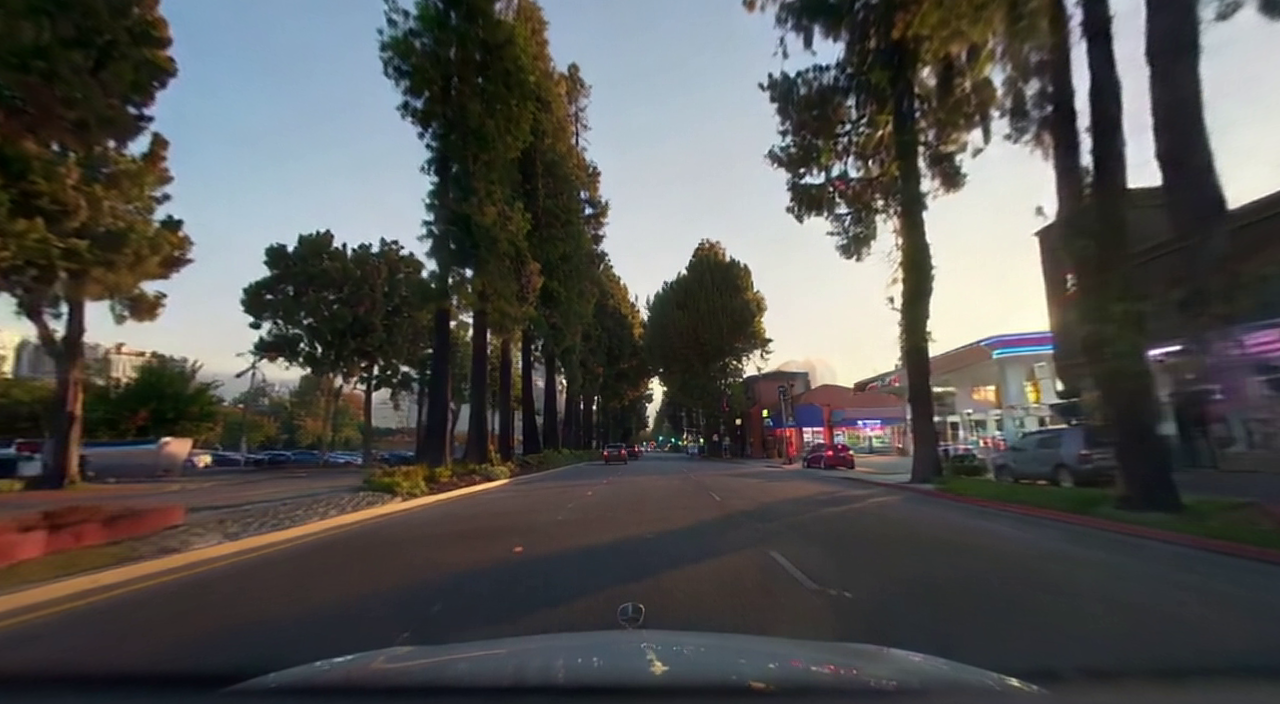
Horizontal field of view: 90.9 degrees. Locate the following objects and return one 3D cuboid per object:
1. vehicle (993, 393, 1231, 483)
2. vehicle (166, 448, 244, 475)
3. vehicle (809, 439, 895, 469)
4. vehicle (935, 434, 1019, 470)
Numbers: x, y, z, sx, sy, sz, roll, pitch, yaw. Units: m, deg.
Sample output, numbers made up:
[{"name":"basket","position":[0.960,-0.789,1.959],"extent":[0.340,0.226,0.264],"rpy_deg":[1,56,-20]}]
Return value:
[{"name":"vehicle","position":[15.128,2.801,20.518],"extent":[5.820,2.752,2.234],"rpy_deg":[0,-8,-1]},{"name":"vehicle","position":[-30.951,7.766,45.051],"extent":[2.059,1.782,5.016],"rpy_deg":[1,-8,-1]},{"name":"vehicle","position":[12.500,6.017,37.254],"extent":[4.359,1.656,1.894],"rpy_deg":[2,-9,-12]},{"name":"vehicle","position":[17.357,5.164,32.710],"extent":[1.806,1.721,3.978],"rpy_deg":[1,-8,-6]}]
